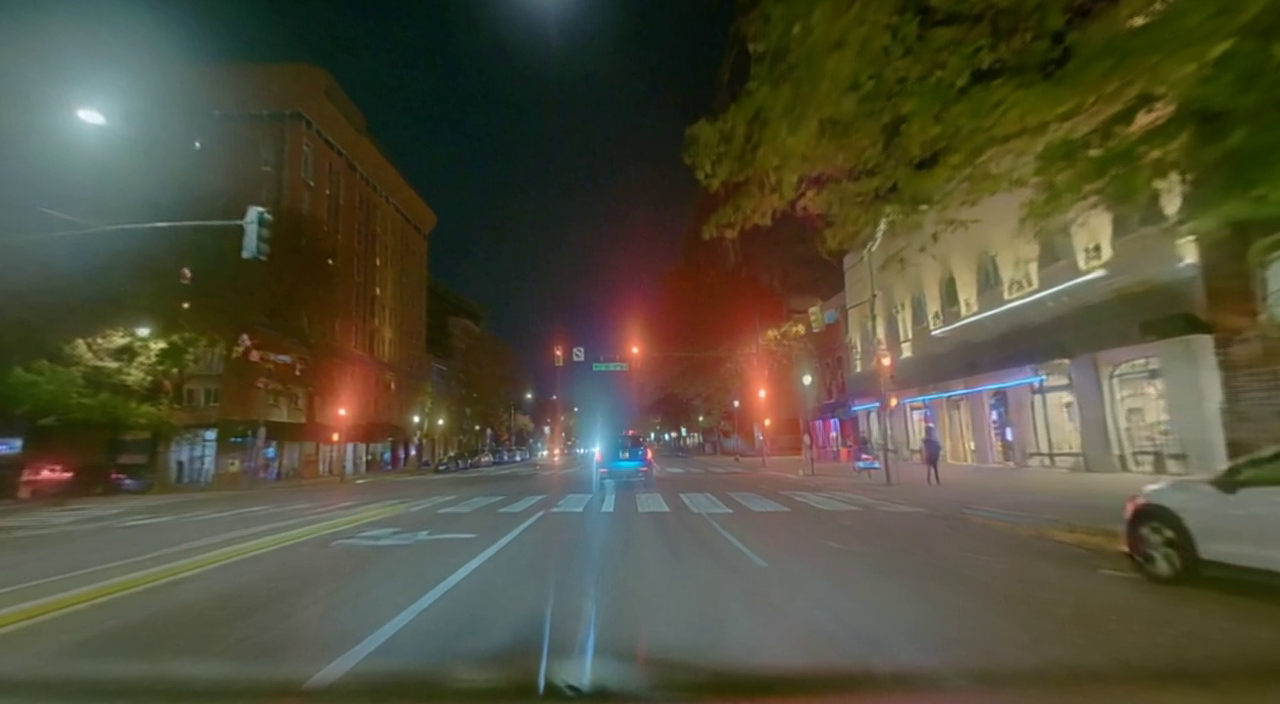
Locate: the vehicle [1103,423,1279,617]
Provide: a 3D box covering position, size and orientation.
[{"bbox_3d":[6.052,1.272,4.653,1.986,1.515,4.265,0,-8,-1],"label":"vehicle"}]

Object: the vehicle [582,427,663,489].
[{"bbox_3d":[-0.549,3.465,20.902,2.382,1.796,4.610,0,-8,-1],"label":"vehicle"}]

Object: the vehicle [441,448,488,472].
[{"bbox_3d":[-11.932,7.355,43.147,1.972,1.475,4.381,0,-8,0],"label":"vehicle"}]

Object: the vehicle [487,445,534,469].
[{"bbox_3d":[-8.470,6.904,41.732,2.152,1.468,4.737,0,-8,0],"label":"vehicle"}]

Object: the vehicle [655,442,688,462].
[{"bbox_3d":[2.343,7.687,48.695,2.209,1.478,4.138,0,-8,-2],"label":"vehicle"}]

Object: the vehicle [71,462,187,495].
[{"bbox_3d":[-26.139,6.467,32.398,4.317,1.524,1.809,0,-8,-1],"label":"vehicle"}]
